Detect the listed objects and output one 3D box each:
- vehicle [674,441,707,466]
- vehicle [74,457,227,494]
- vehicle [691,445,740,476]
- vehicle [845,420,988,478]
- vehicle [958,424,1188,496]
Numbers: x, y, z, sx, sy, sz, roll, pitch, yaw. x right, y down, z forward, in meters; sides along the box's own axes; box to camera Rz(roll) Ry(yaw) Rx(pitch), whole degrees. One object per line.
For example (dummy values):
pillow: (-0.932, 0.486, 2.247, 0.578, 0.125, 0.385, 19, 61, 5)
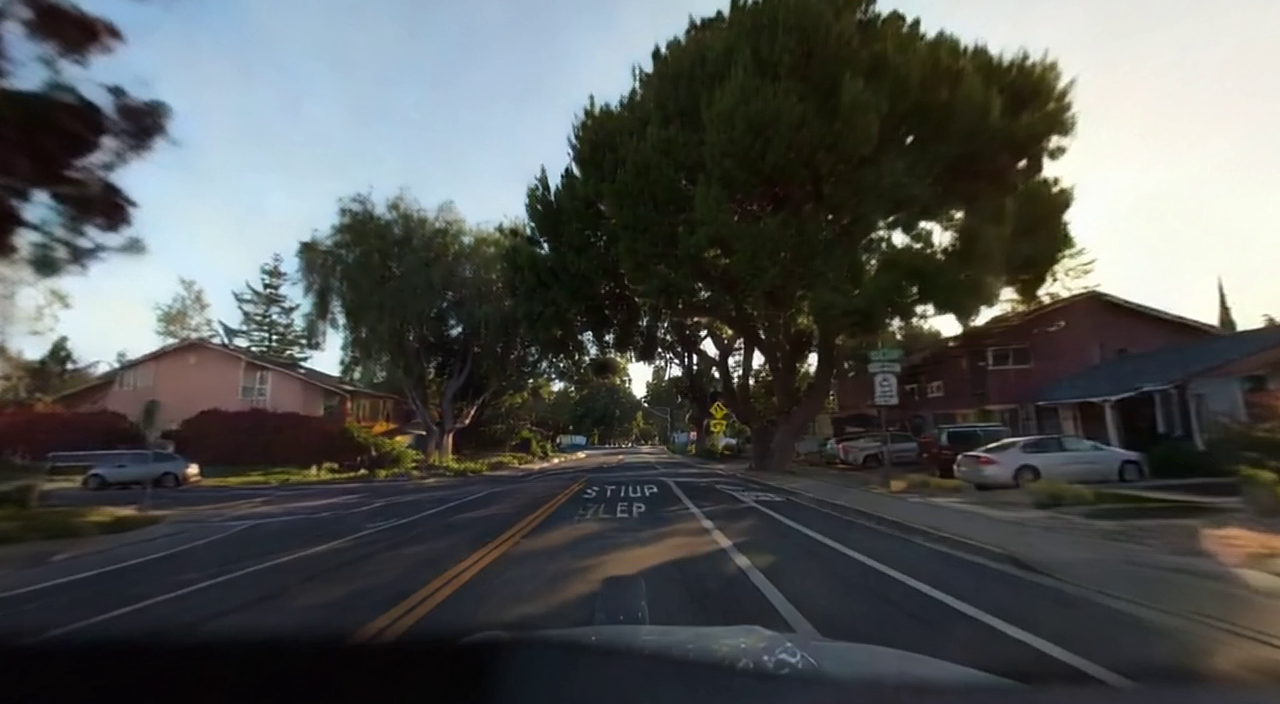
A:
vehicle: (3.748, 7.664, 47.764, 2.032, 1.792, 4.849, 0, -9, -1)
vehicle: (-21.647, 5.474, 28.101, 5.074, 1.511, 1.978, 0, -9, 0)
vehicle: (3.851, 5.592, 32.772, 1.940, 1.470, 4.101, 0, -9, -1)
vehicle: (10.893, 3.851, 25.203, 4.459, 1.696, 2.361, -6, -8, -1)
vehicle: (11.025, 2.757, 16.325, 4.493, 1.493, 1.926, -3, -8, -3)
